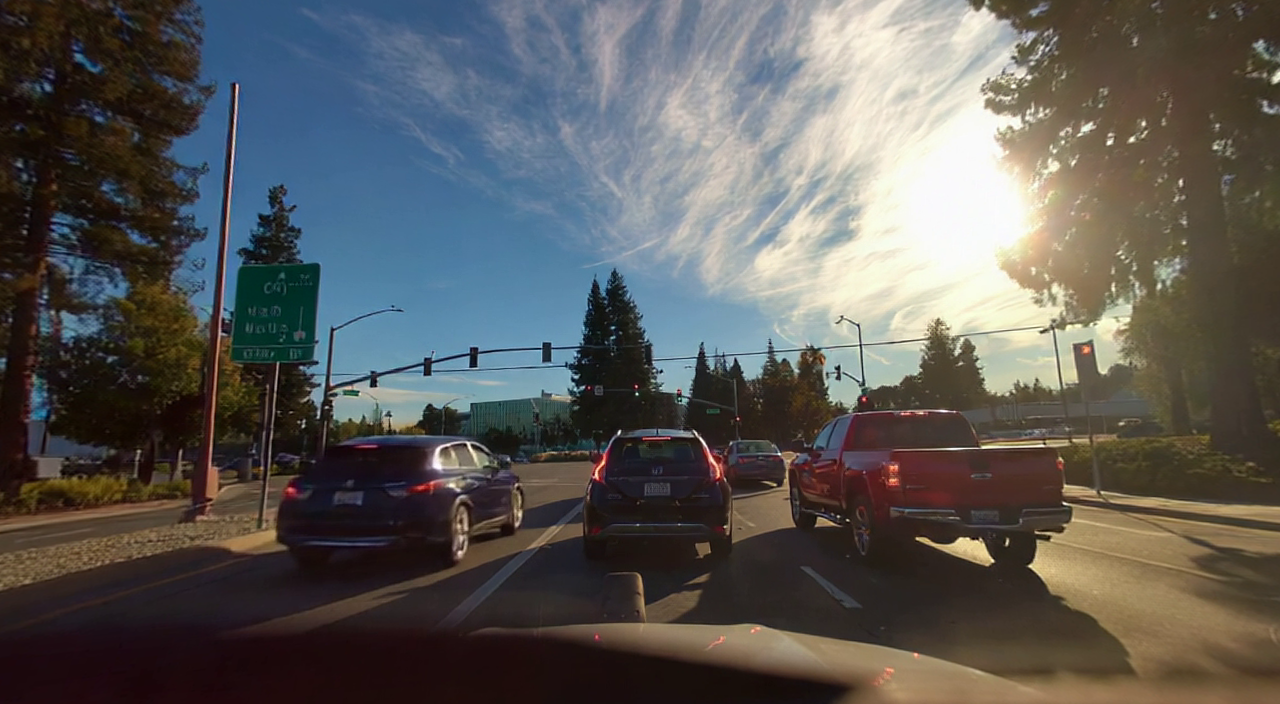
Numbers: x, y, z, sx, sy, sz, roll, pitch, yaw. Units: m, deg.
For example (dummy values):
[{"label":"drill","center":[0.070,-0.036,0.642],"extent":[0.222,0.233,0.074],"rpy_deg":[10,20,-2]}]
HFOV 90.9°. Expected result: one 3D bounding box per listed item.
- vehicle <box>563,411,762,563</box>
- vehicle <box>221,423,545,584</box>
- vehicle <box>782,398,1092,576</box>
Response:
[{"label":"vehicle","center":[0.248,1.773,8.971],"extent":[2.168,1.641,4.039],"rpy_deg":[0,-8,0]},{"label":"vehicle","center":[-2.821,1.813,8.575],"extent":[2.133,1.496,5.150],"rpy_deg":[0,-8,2]},{"label":"vehicle","center":[3.386,1.633,8.372],"extent":[2.099,1.725,4.290],"rpy_deg":[0,-8,2]}]
